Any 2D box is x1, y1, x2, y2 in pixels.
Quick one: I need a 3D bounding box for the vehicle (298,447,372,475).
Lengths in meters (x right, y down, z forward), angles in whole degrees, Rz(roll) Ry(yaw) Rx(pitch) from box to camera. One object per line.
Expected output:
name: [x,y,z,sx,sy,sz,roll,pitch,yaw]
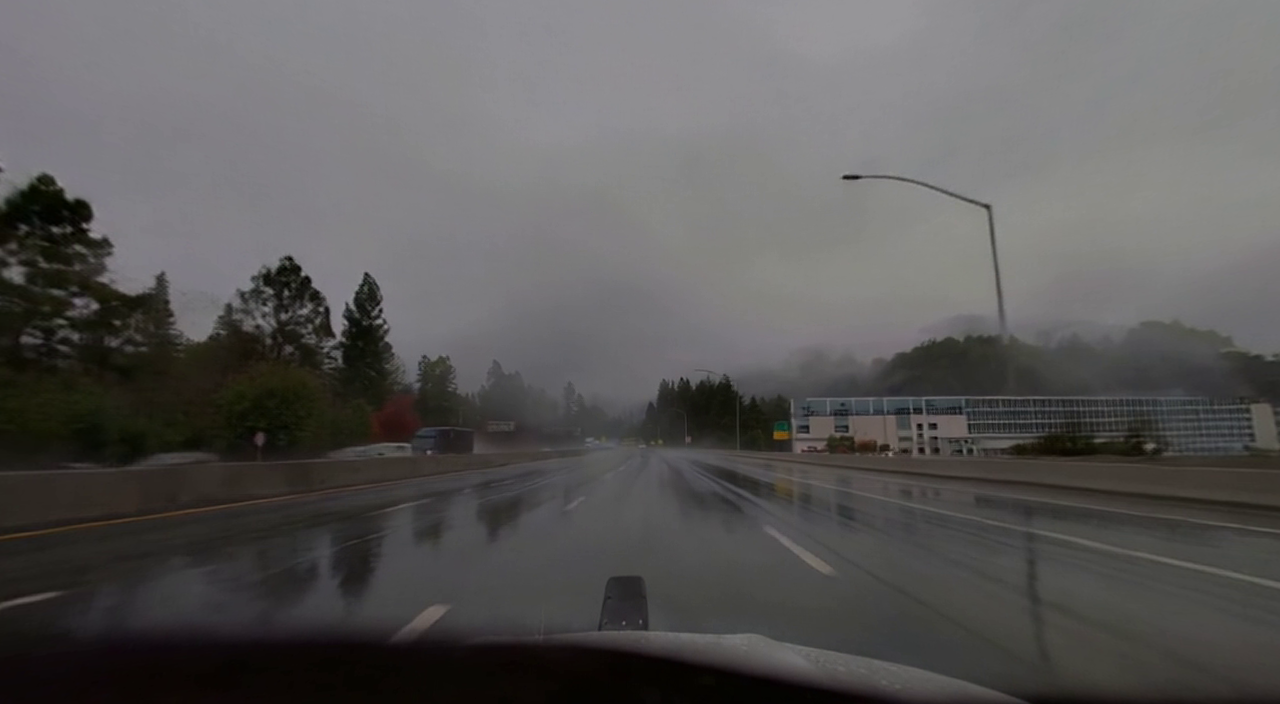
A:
vehicle: [-18.054,6.457,37.616,2.033,1.537,4.607,0,-8,1]
